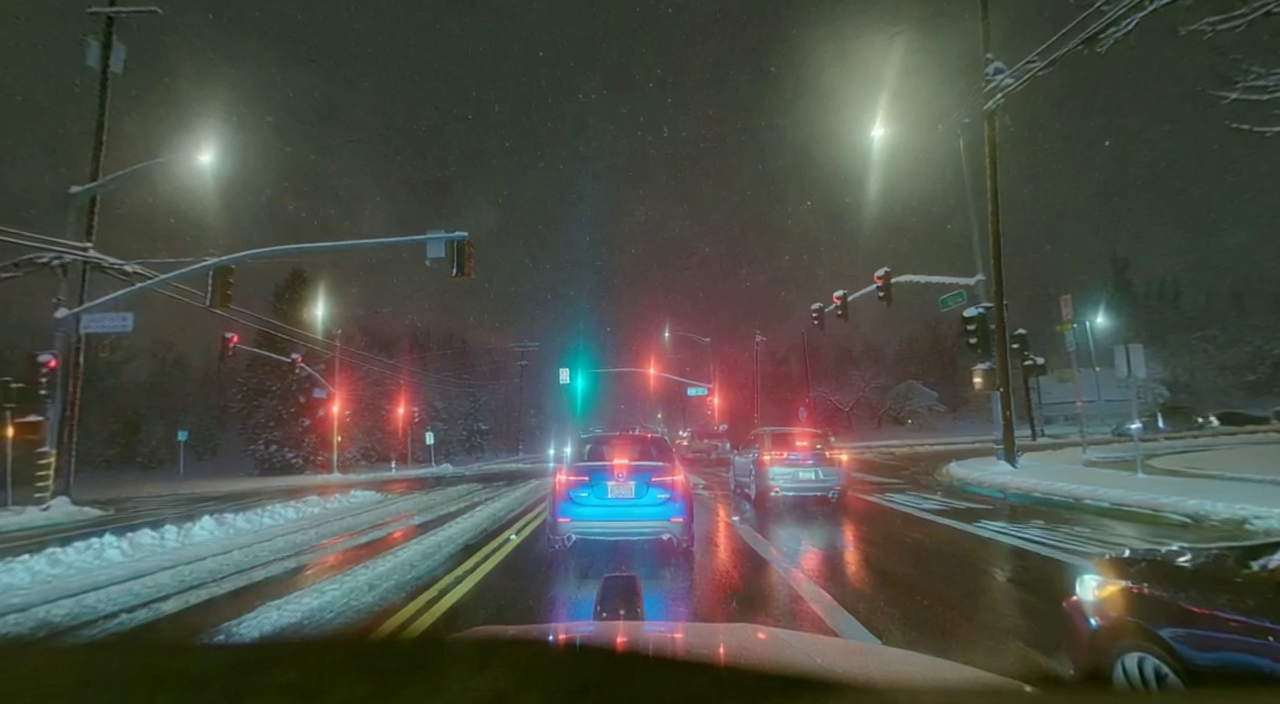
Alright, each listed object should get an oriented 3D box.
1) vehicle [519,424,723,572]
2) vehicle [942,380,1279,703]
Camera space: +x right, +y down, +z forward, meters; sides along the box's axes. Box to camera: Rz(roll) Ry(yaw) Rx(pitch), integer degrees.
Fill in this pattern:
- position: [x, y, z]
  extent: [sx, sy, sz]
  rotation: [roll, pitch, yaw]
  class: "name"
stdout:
- position: [-0.225, 1.793, 8.581]
  extent: [2.061, 1.485, 4.196]
  rotation: [0, -8, -1]
  class: "vehicle"
- position: [2.925, 0.882, 2.232]
  extent: [1.860, 1.494, 3.707]
  rotation: [0, -8, 0]
  class: "vehicle"
